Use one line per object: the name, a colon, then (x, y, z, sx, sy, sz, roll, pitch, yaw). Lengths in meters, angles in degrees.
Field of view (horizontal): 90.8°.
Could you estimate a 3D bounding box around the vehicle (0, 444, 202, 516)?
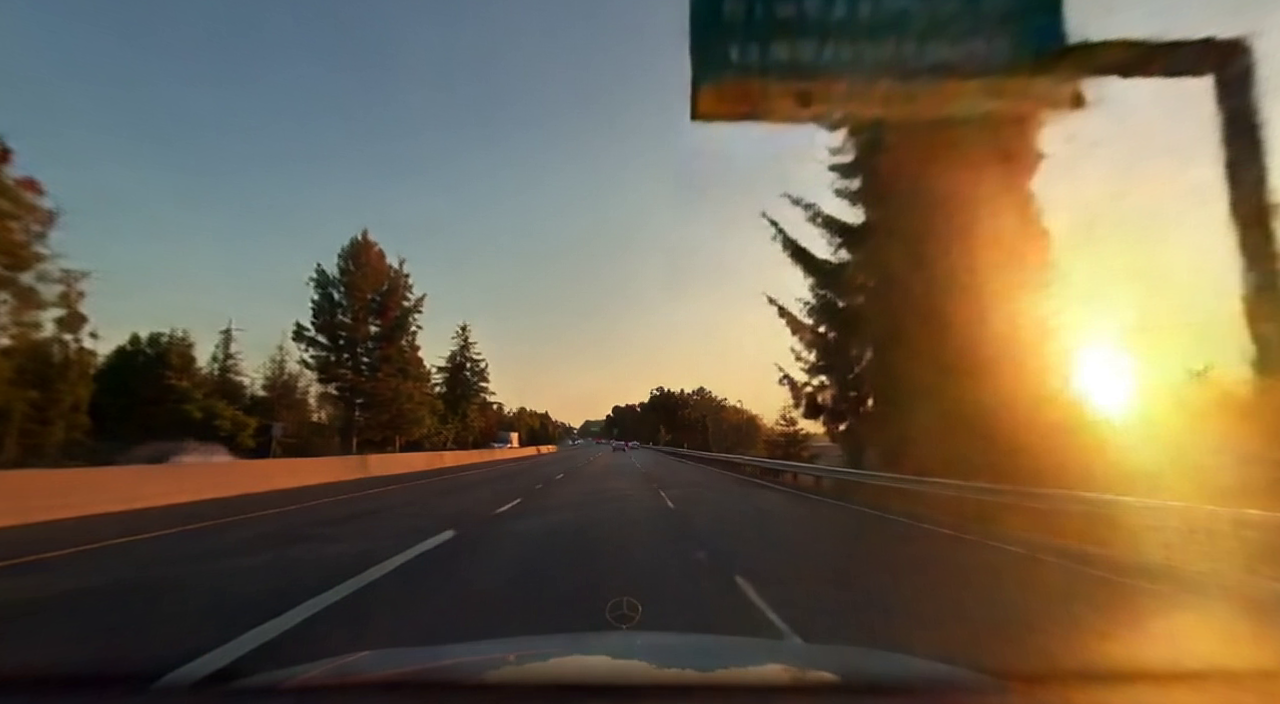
vehicle: (-13.458, 3.069, 15.669, 1.982, 1.480, 4.549, 0, -9, -2)
